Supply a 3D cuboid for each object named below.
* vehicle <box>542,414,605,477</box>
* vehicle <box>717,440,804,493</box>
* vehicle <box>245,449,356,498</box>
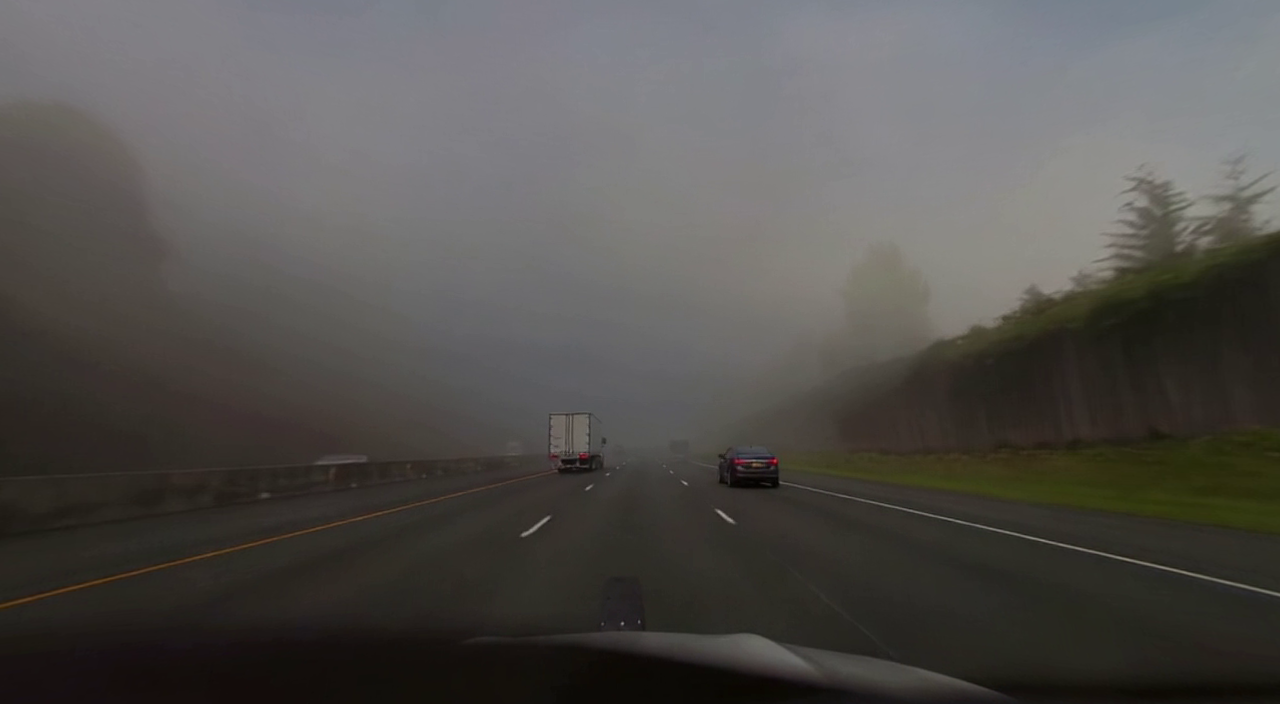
[{"bbox_3d":[-3.586,5.280,35.566,2.667,3.195,6.731,0,-9,1],"label":"vehicle"},{"bbox_3d":[3.829,3.708,20.713,1.983,1.545,4.038,0,-9,-1],"label":"vehicle"},{"bbox_3d":[-11.615,4.150,21.904,1.705,1.524,3.845,0,-9,0],"label":"vehicle"}]
